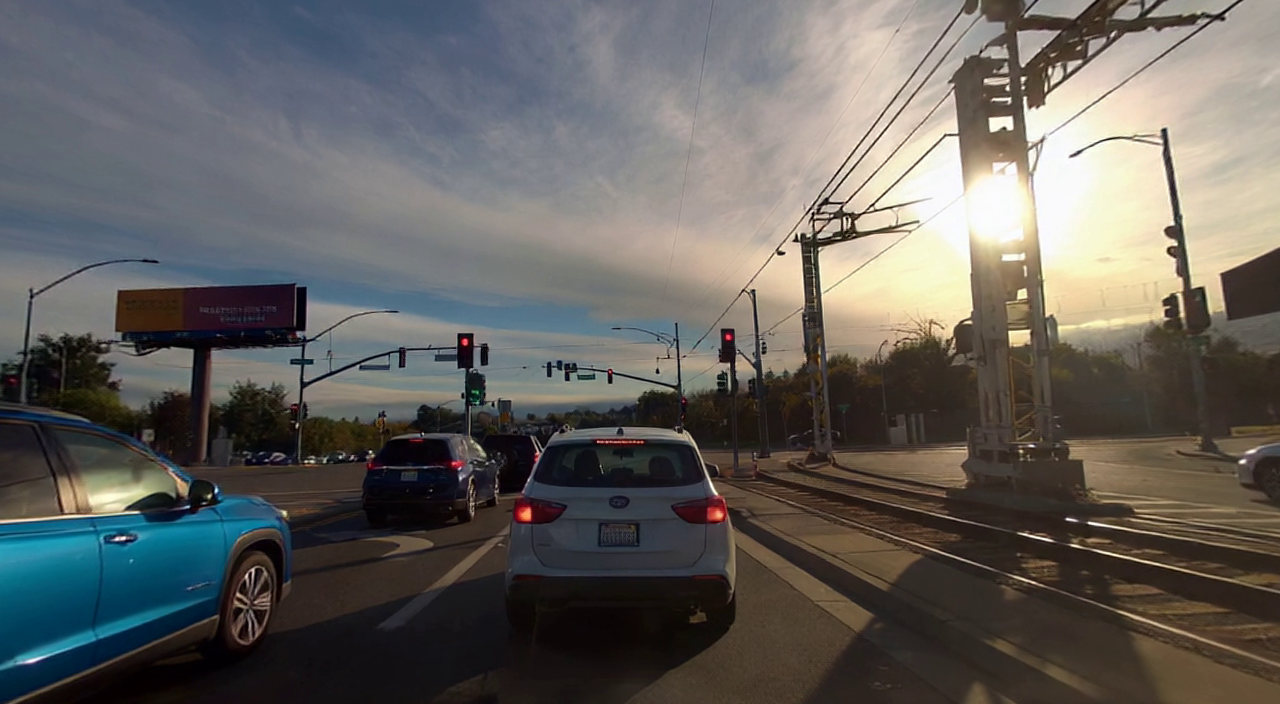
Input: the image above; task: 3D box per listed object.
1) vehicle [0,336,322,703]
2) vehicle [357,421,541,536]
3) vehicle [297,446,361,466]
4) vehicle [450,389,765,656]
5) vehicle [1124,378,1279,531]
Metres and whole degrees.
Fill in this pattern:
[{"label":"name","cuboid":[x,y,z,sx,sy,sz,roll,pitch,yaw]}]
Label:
[{"label":"vehicle","cuboid":[-3.926,0.885,3.117,2.052,1.814,5.184,0,-9,-1]},{"label":"vehicle","cuboid":[-3.147,2.185,11.508,1.988,1.678,4.317,0,-9,0]},{"label":"vehicle","cuboid":[-24.176,8.081,49.094,4.357,1.444,1.842,-3,-9,19]},{"label":"vehicle","cuboid":[-0.209,1.379,5.995,2.025,1.723,3.644,0,-9,0]},{"label":"vehicle","cuboid":[9.617,1.315,8.197,5.060,1.702,2.033,1,-9,-4]}]
